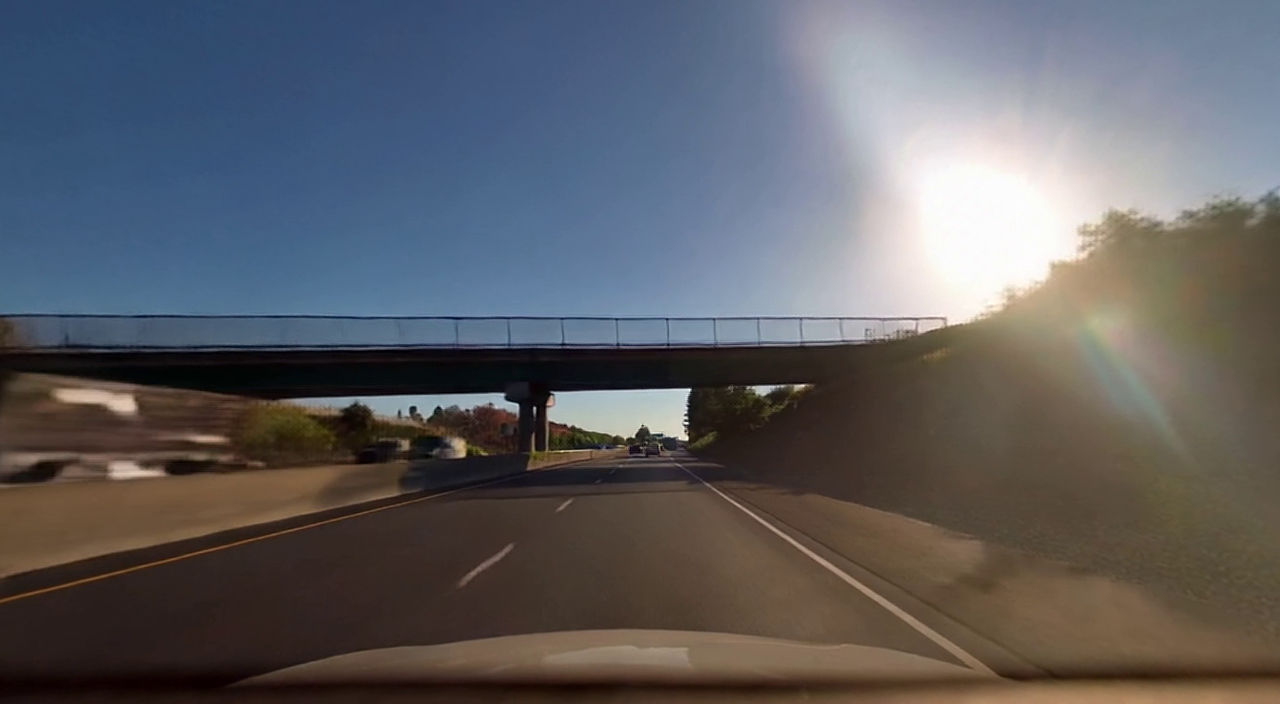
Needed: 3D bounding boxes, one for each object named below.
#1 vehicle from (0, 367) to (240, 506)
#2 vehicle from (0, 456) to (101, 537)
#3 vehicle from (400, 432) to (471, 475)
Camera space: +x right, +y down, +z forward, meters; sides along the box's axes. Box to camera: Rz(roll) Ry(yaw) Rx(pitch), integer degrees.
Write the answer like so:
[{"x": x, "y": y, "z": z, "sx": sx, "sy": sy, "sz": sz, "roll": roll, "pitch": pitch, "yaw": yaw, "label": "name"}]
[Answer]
[{"x": -20.320, "y": 3.059, "z": 22.202, "sx": 2.930, "sy": 4.046, "sz": 14.334, "roll": 0, "pitch": -9, "yaw": 1, "label": "vehicle"}, {"x": -12.817, "y": 2.687, "z": 11.709, "sx": 1.897, "sy": 1.461, "sz": 4.172, "roll": 0, "pitch": -9, "yaw": 0, "label": "vehicle"}, {"x": -13.244, "y": 6.641, "z": 41.426, "sx": 2.269, "sy": 2.531, "sz": 6.872, "roll": 0, "pitch": -9, "yaw": 1, "label": "vehicle"}]
